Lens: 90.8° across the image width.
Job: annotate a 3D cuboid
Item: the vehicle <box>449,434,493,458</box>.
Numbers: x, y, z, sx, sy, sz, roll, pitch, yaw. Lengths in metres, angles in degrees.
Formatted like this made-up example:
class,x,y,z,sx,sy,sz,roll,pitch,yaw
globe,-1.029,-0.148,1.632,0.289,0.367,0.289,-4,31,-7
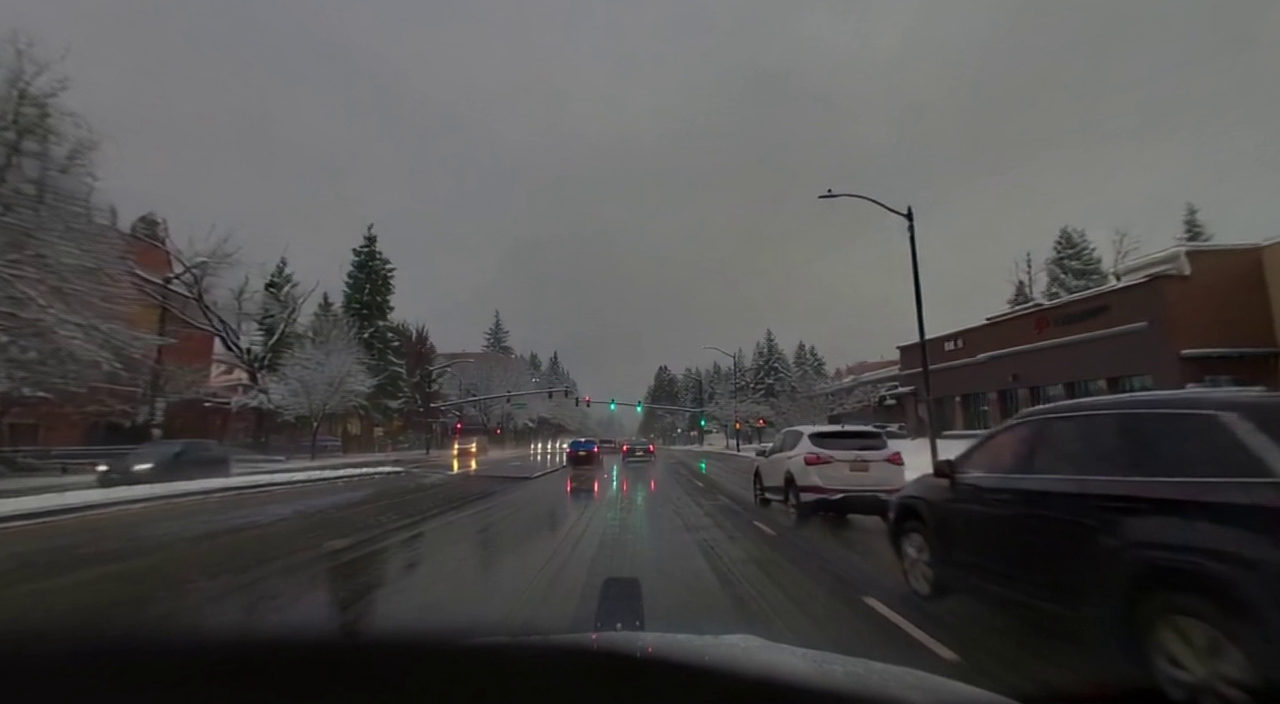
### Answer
class,x,y,z,sx,sy,sz,roll,pitch,yaw
vehicle,-13.032,7.287,49.034,2.162,1.777,4.587,0,-8,0

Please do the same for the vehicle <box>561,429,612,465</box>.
class,x,y,z,sx,sy,sz,roll,pitch,yaw
vehicle,-2.853,5.222,34.729,2.280,1.810,4.903,0,-8,1

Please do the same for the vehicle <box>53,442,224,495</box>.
class,x,y,z,sx,sy,sz,roll,pitch,yaw
vehicle,-15.378,3.556,19.734,1.846,1.433,4.274,0,-8,0

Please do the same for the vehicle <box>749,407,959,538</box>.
class,x,y,z,sx,sy,sz,roll,pitch,yaw
vehicle,3.245,1.933,10.704,1.963,1.736,4.374,0,-8,-1

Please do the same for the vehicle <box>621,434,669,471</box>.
class,x,y,z,sx,sy,sz,roll,pitch,yaw
vehicle,0.168,4.584,28.998,2.023,1.532,3.891,0,-8,-1

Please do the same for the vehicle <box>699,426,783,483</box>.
class,x,y,z,sx,sy,sz,roll,pitch,yaw
vehicle,3.323,3.474,21.699,2.082,1.727,4.338,0,-8,-1

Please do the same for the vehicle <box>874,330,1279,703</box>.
class,x,y,z,sx,sy,sz,roll,pitch,yaw
vehicle,3.269,1.019,3.826,2.037,1.673,4.844,-1,-8,3
